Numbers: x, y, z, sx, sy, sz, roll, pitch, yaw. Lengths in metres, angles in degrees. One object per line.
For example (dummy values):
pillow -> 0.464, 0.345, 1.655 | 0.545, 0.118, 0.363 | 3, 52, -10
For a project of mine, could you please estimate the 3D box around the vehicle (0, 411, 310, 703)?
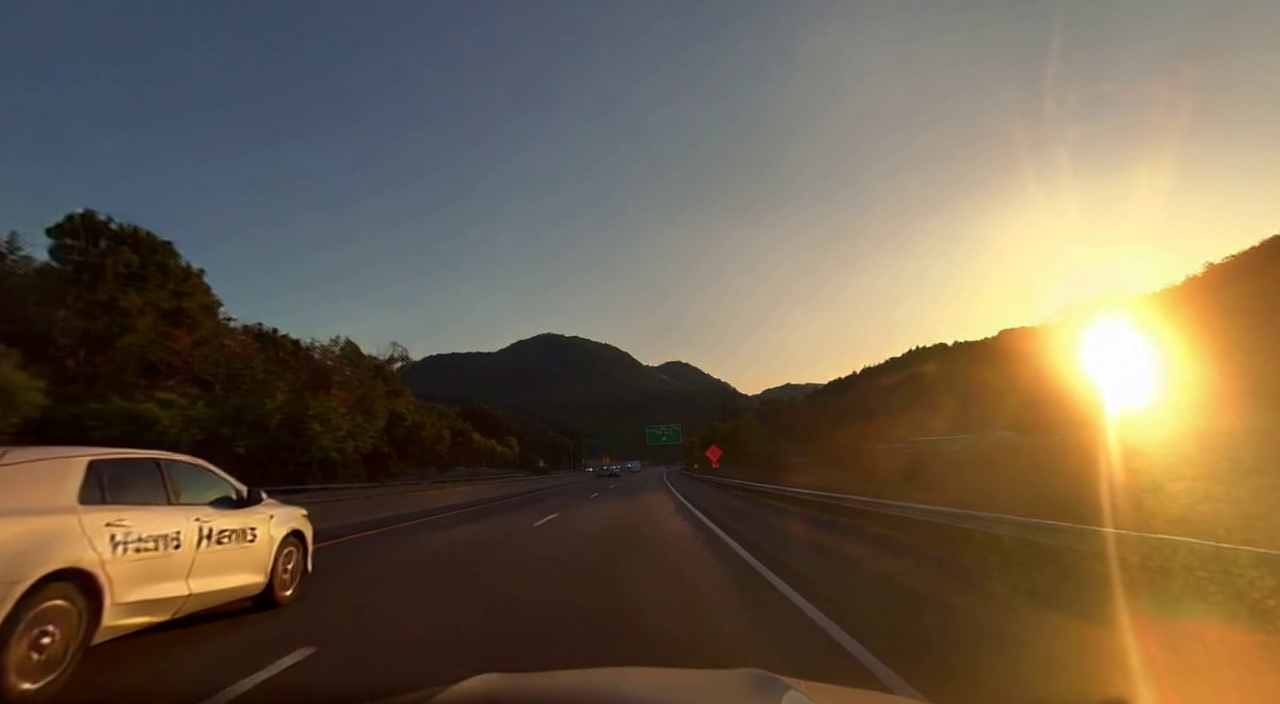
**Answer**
vehicle -> -4.113, 1.071, 3.197 | 2.135, 1.506, 5.041 | 1, -10, 0
